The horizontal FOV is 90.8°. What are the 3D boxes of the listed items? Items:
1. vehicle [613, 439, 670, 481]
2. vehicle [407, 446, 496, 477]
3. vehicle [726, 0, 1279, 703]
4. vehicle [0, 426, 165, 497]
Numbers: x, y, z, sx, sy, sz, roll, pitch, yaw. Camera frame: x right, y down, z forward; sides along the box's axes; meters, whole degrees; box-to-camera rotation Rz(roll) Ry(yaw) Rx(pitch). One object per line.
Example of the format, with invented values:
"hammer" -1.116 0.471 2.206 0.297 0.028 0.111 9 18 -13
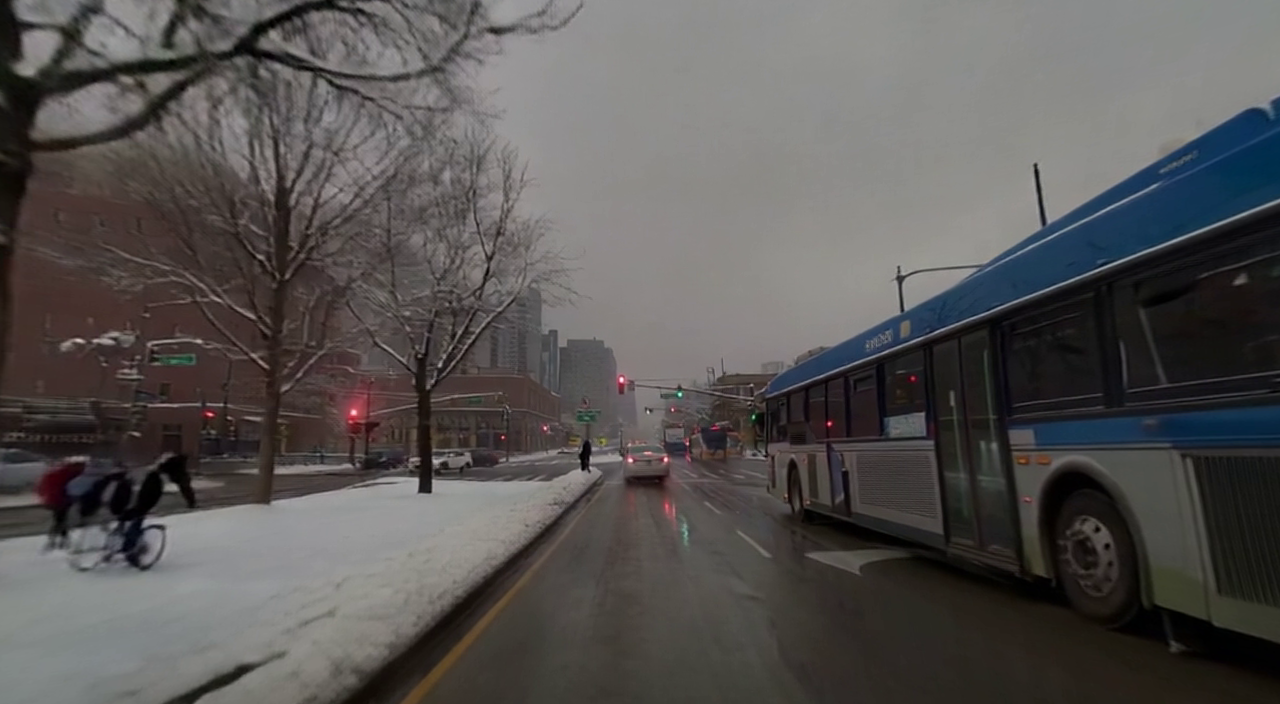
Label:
"vehicle" -0.031 4.352 25.769 2.123 1.544 4.158 0 -8 -3
"vehicle" -10.377 5.983 34.833 4.417 1.490 1.816 3 -9 -28
"vehicle" 3.354 0.226 5.258 3.250 3.731 13.693 0 -8 0
"vehicle" -29.727 5.439 31.637 9.150 3.310 2.988 6 -11 -38
